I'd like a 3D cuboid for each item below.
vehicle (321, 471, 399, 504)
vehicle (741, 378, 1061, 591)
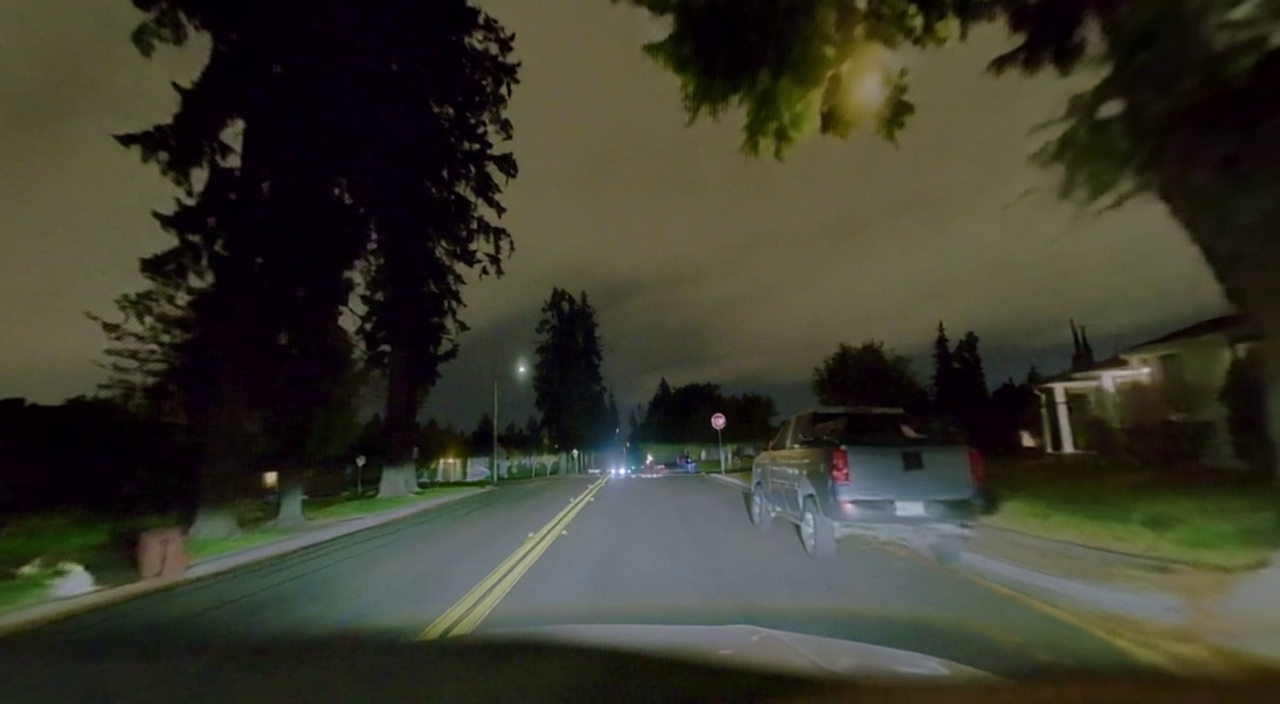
[{"bbox_3d":[-18.460,8.929,41.642,4.274,1.626,2.093,-7,-10,10],"label":"vehicle"},{"bbox_3d":[2.715,1.538,8.014,2.109,1.875,4.488,-1,-9,0],"label":"vehicle"}]
